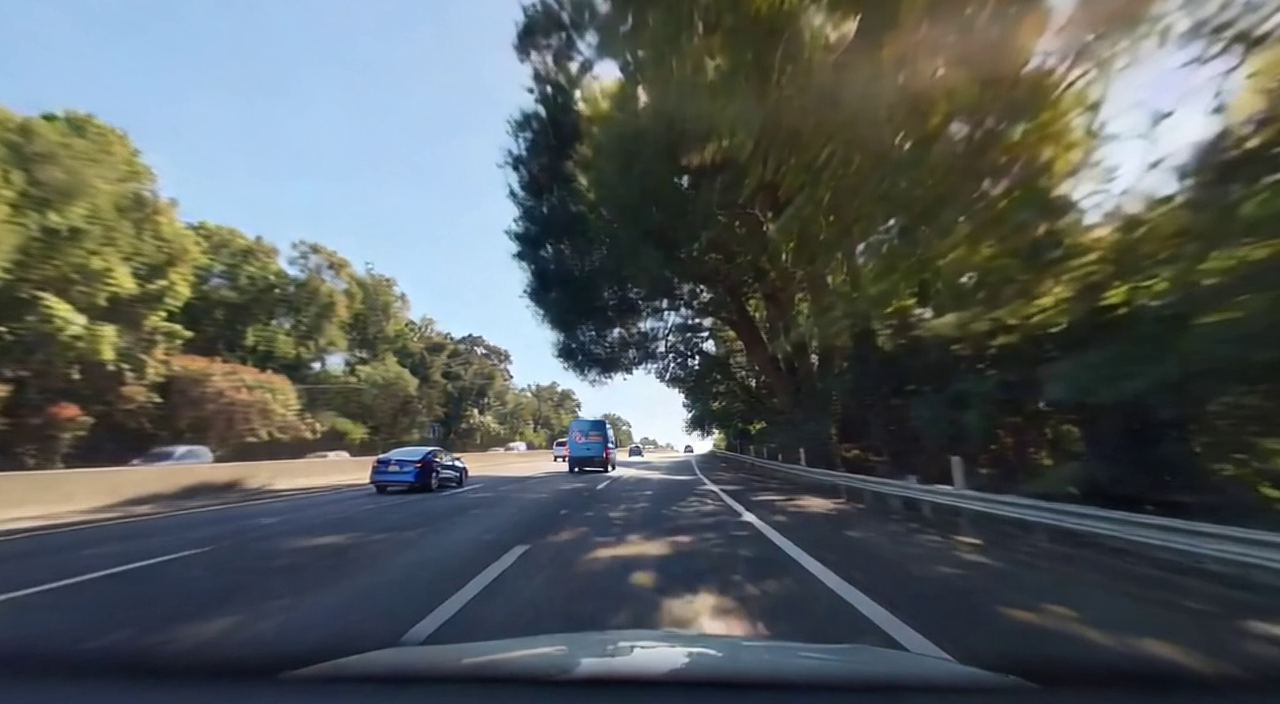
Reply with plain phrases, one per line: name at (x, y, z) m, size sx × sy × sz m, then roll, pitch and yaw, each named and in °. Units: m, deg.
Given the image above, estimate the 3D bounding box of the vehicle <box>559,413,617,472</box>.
vehicle at (-2.654, 4.868, 33.987) m, size 2.319 × 2.883 × 5.632 m, roll 0°, pitch -8°, yaw 4°

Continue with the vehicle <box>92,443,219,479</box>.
vehicle at (-24.056, 5.414, 31.645) m, size 1.999 × 1.620 × 5.320 m, roll 0°, pitch -8°, yaw 3°

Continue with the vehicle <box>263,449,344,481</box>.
vehicle at (-16.332, 5.485, 30.831) m, size 1.838 × 1.427 × 3.727 m, roll 0°, pitch -8°, yaw 2°

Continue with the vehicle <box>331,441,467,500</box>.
vehicle at (-6.588, 3.266, 17.871) m, size 1.947 × 1.438 × 4.440 m, roll 0°, pitch -8°, yaw 2°
